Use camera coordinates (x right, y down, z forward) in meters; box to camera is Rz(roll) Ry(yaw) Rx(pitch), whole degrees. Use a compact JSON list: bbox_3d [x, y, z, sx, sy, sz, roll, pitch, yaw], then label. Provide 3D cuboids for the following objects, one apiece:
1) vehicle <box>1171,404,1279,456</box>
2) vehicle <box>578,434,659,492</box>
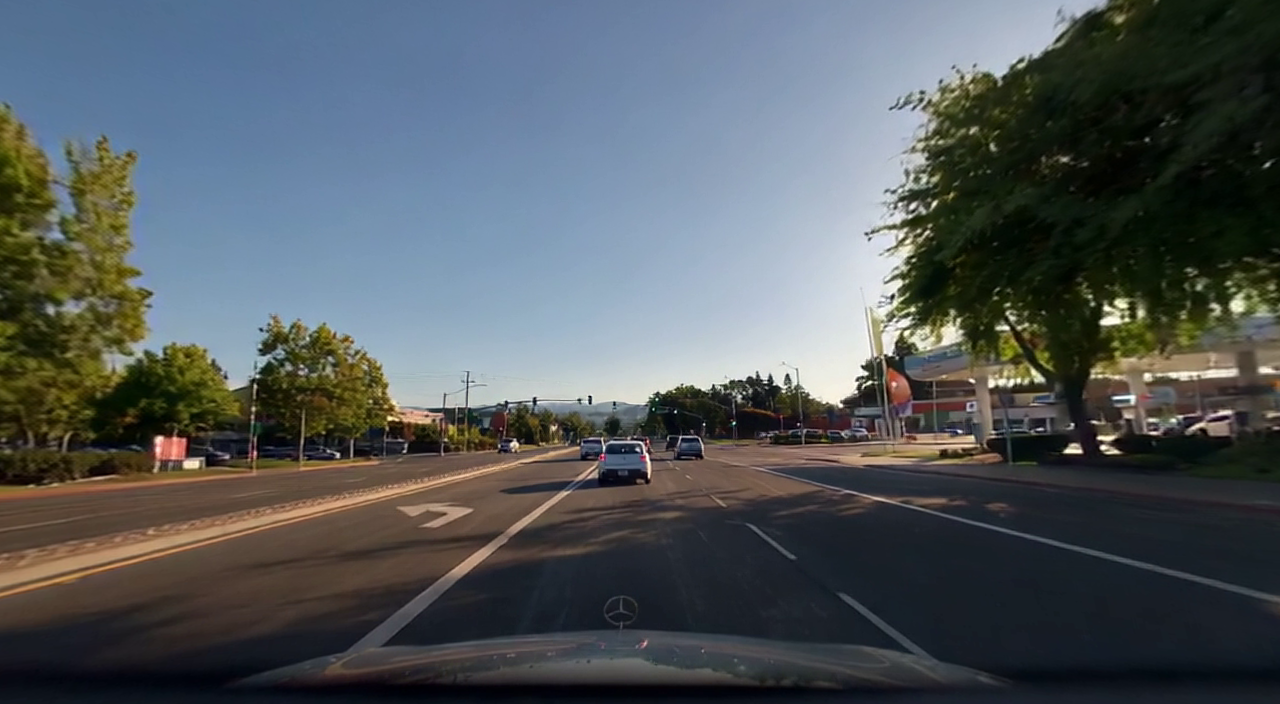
[{"bbox_3d":[30.370,4.003,31.792,2.305,2.369,5.485,0,-8,-1],"label":"vehicle"},{"bbox_3d":[-0.544,3.081,17.874,2.040,1.451,3.736,0,-8,0],"label":"vehicle"}]
